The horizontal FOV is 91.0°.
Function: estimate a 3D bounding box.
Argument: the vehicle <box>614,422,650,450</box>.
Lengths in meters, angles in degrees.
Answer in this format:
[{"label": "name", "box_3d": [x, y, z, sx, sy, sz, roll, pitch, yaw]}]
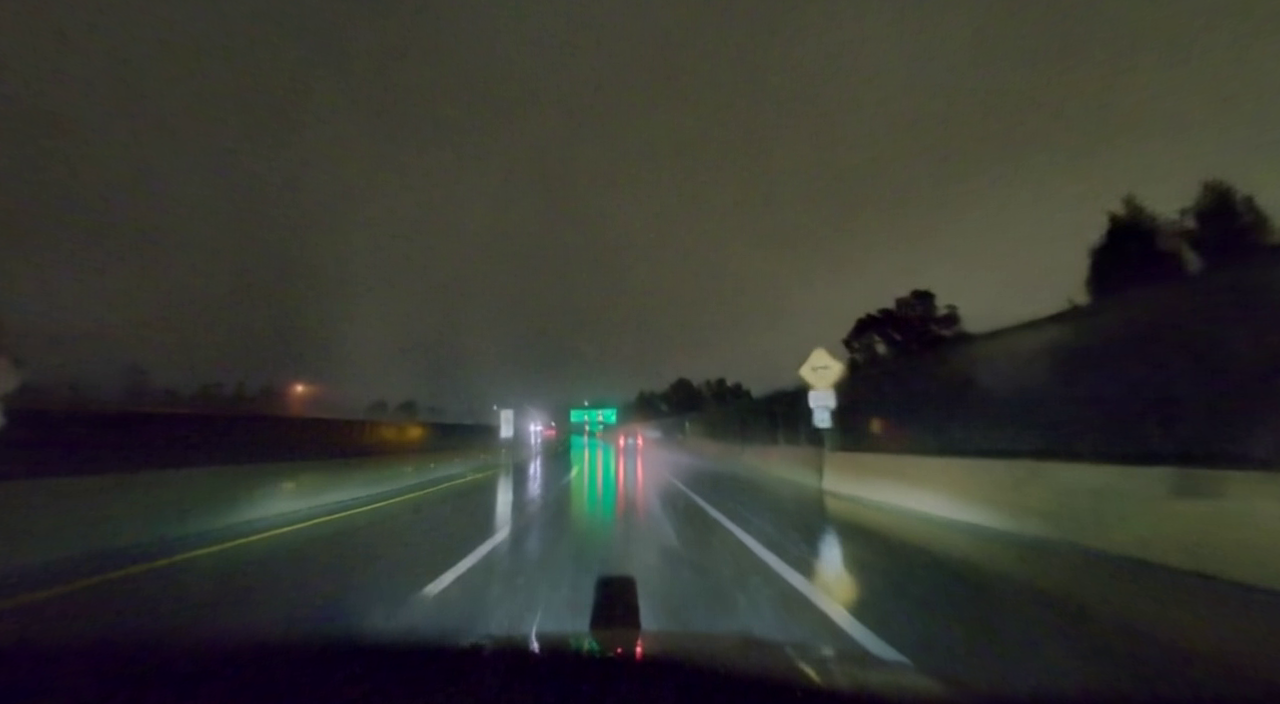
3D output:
[{"label": "vehicle", "box_3d": [-0.568, 5.352, 39.941, 2.157, 1.647, 4.524, 0, -8, -3]}]
